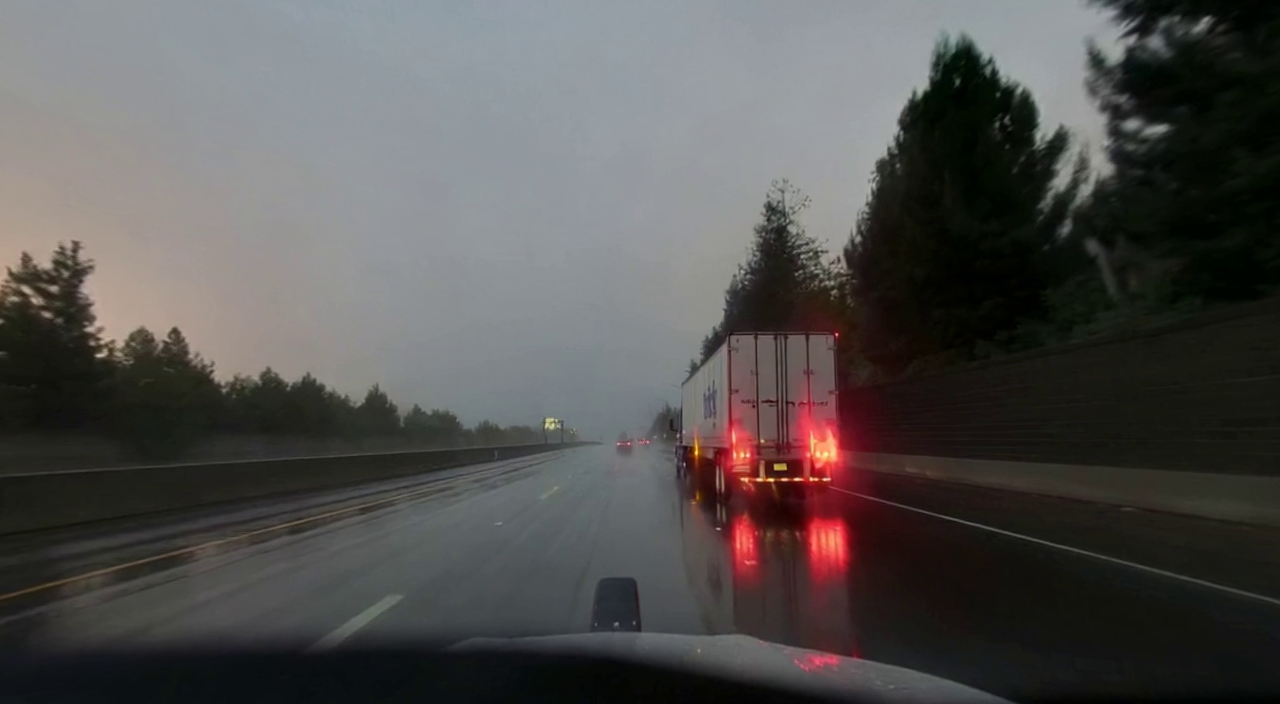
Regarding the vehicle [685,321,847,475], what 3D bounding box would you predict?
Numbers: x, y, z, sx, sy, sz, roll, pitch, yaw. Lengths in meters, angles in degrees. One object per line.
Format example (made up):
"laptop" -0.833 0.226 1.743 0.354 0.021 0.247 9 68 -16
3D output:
"vehicle" 3.673 1.989 22.904 2.850 3.894 13.987 0 -7 -1
